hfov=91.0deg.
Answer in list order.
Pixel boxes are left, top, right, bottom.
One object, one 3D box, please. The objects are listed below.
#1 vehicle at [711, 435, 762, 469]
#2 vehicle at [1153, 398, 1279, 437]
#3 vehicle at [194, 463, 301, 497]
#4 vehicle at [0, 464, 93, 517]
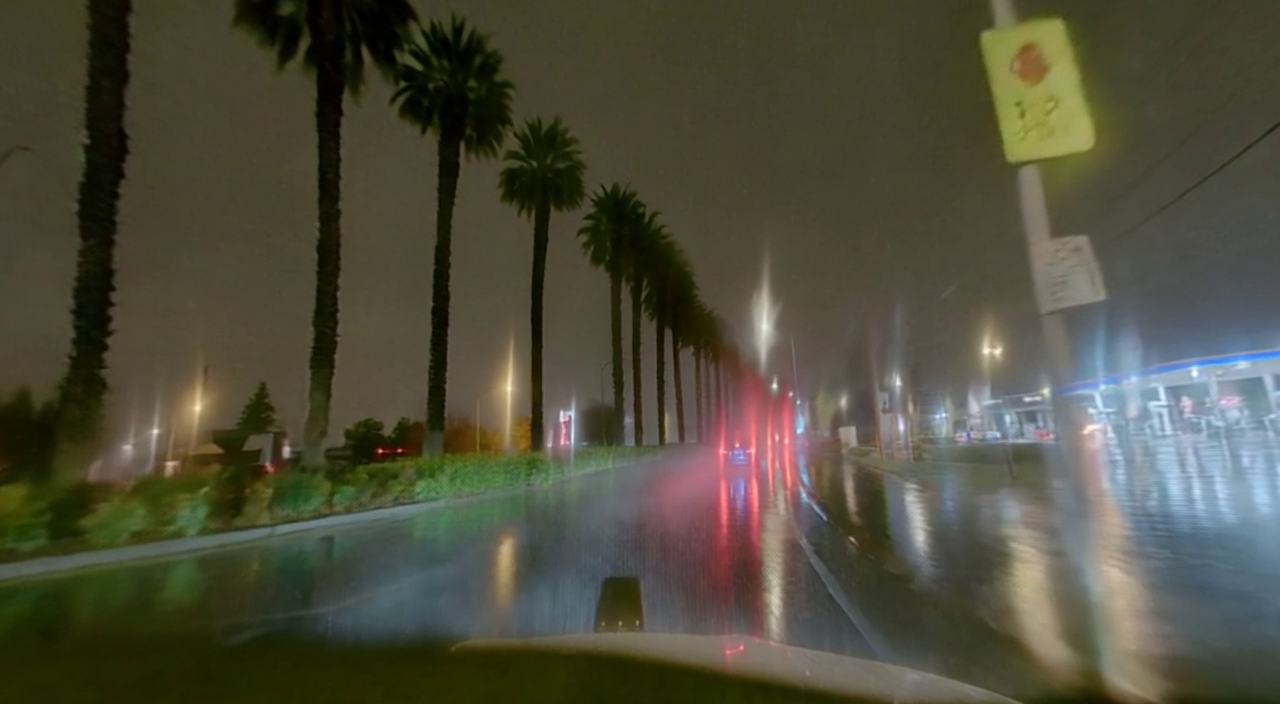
[{"bbox_3d":[4.680,4.740,30.066,2.050,1.509,4.148,-2,-9,13],"label":"vehicle"},{"bbox_3d":[30.711,3.534,33.585,4.513,1.657,2.002,-6,-10,18],"label":"vehicle"},{"bbox_3d":[-19.806,6.436,32.056,1.825,1.441,4.656,-2,-9,11],"label":"vehicle"},{"bbox_3d":[-21.926,4.748,21.629,1.884,1.651,4.330,-2,-9,12],"label":"vehicle"}]
